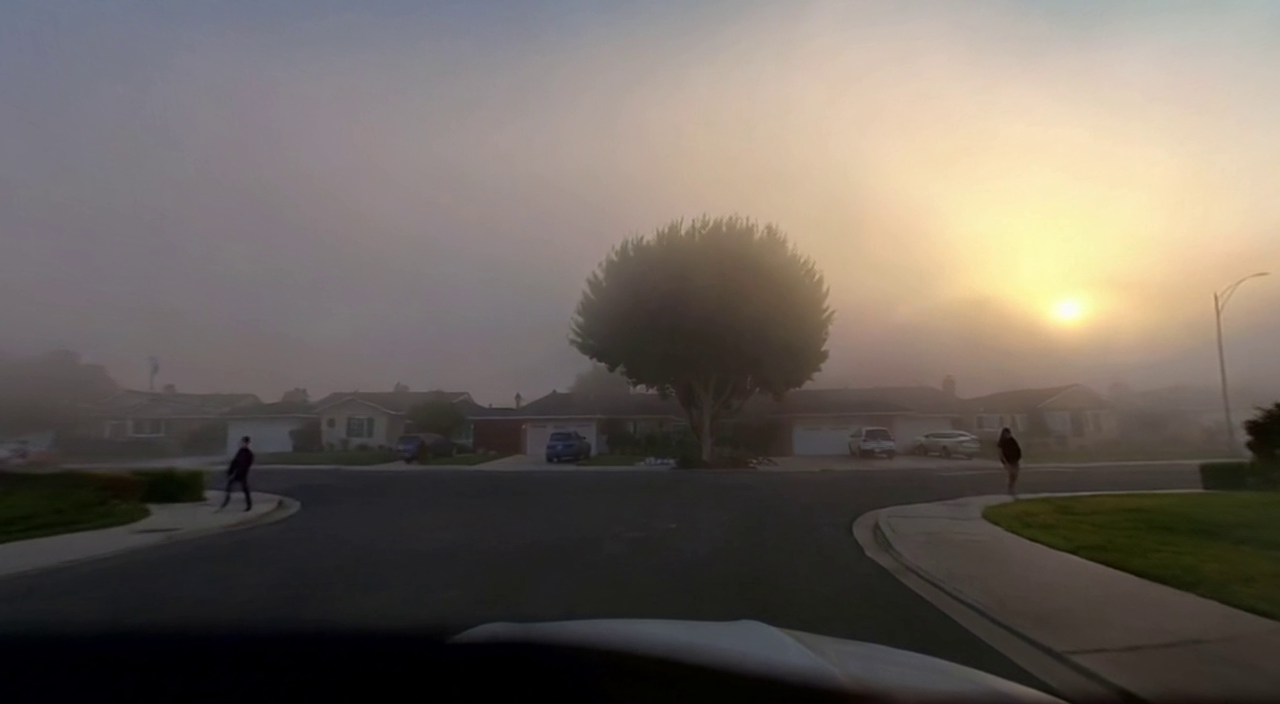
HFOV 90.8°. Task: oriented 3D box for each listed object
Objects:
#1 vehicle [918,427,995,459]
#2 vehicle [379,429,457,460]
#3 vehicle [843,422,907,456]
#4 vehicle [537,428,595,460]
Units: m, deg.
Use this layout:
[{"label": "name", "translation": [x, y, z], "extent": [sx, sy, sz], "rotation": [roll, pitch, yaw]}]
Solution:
[{"label": "vehicle", "translation": [16.661, 4.826, 33.523], "extent": [1.873, 1.556, 4.216], "rotation": [0, -9, -1]}, {"label": "vehicle", "translation": [-13.198, 5.539, 37.892], "extent": [1.942, 1.700, 4.478], "rotation": [-3, -9, 20]}, {"label": "vehicle", "translation": [12.784, 4.814, 34.665], "extent": [1.937, 1.731, 4.179], "rotation": [0, -8, 1]}, {"label": "vehicle", "translation": [-4.010, 5.117, 34.982], "extent": [1.942, 1.651, 4.655], "rotation": [-2, -9, 10]}]
